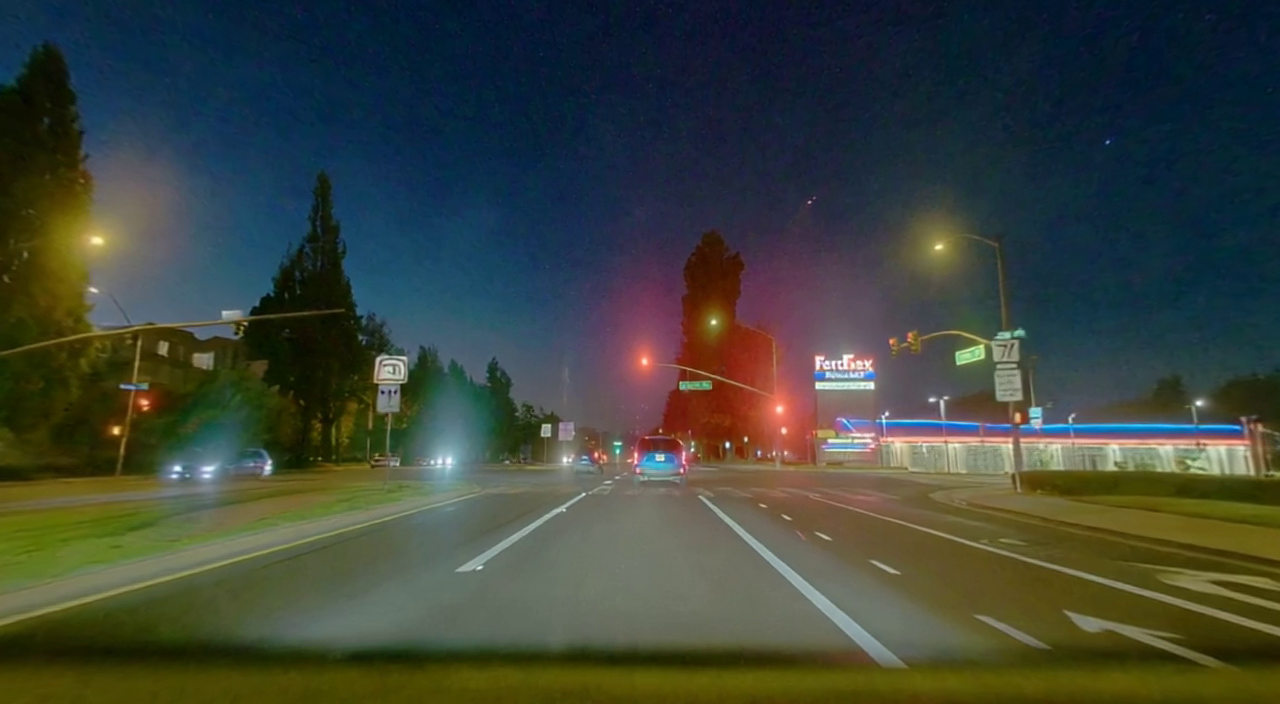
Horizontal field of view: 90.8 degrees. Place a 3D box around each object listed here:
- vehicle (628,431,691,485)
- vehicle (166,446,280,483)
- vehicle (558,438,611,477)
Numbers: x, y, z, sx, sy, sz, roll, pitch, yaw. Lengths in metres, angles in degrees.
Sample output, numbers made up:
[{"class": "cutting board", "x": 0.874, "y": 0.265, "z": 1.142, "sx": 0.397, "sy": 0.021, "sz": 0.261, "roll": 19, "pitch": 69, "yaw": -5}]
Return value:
[{"class": "vehicle", "x": 0.749, "y": 4.220, "z": 25.405, "sx": 2.273, "sy": 1.909, "sz": 5.075, "roll": 0, "pitch": -9, "yaw": 1}, {"class": "vehicle", "x": -18.939, "y": 5.115, "z": 29.040, "sx": 1.950, "sy": 1.512, "sz": 4.794, "roll": 0, "pitch": -9, "yaw": 0}, {"class": "vehicle", "x": -2.782, "y": 5.426, "z": 32.831, "sx": 2.202, "sy": 1.856, "sz": 4.516, "roll": 0, "pitch": -9, "yaw": 2}]
